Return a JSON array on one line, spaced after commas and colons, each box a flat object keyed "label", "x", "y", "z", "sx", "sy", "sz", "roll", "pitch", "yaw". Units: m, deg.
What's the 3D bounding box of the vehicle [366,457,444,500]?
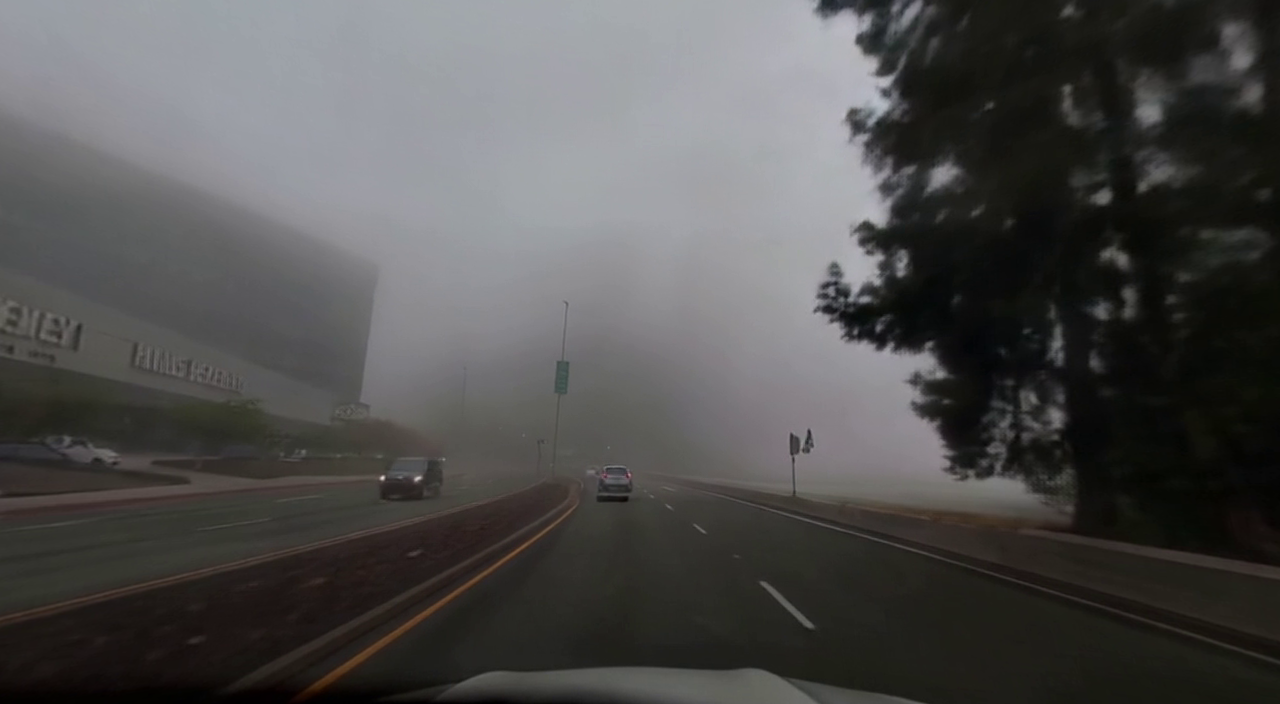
[{"label": "vehicle", "x": -9.043, "y": 4.900, "z": 24.523, "sx": 1.916, "sy": 1.516, "sz": 3.970, "roll": 2, "pitch": -11, "yaw": -7}]

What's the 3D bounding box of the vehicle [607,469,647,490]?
[{"label": "vehicle", "x": -0.823, "y": 7.580, "z": 37.483, "sx": 1.775, "sy": 1.186, "sz": 2.933, "roll": 3, "pitch": -11, "yaw": -13}]
